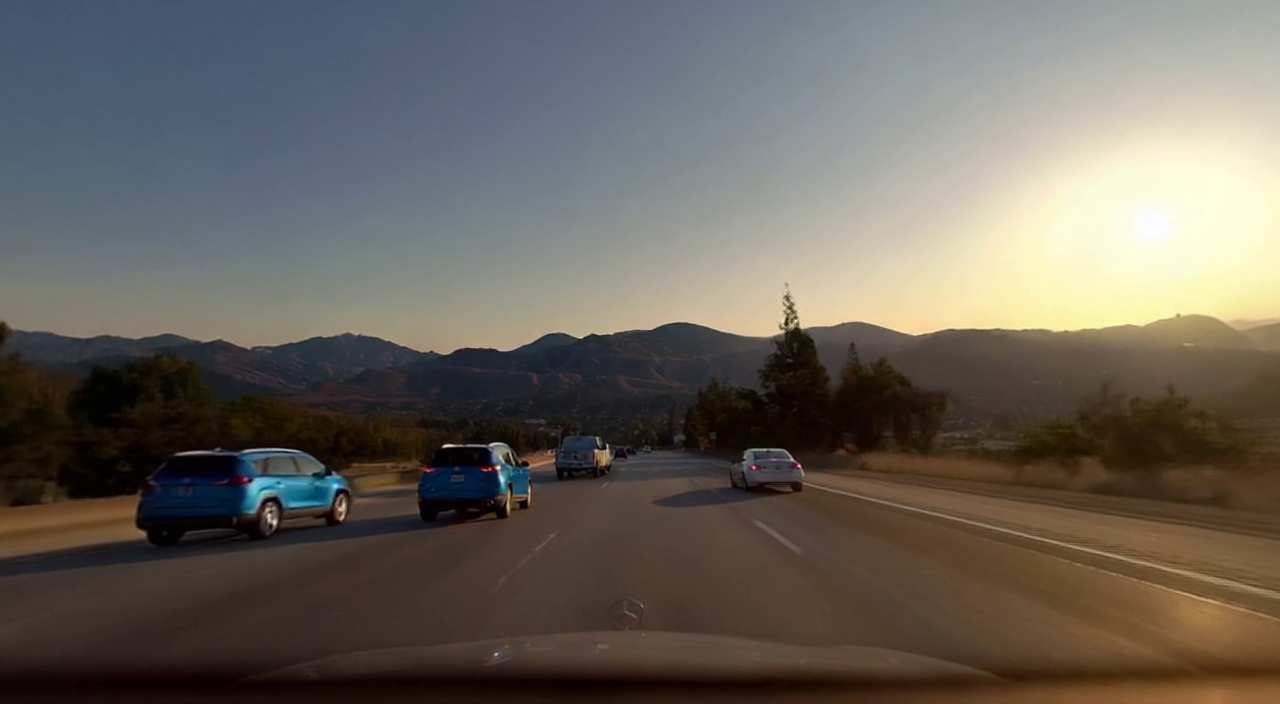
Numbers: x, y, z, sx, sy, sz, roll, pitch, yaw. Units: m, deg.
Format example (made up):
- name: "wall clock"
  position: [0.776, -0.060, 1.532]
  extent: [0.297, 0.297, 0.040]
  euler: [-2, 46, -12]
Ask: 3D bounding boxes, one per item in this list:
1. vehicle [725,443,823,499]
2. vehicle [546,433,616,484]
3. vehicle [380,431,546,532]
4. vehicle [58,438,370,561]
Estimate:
- name: "vehicle"
  position: [4.095, 3.706, 20.069]
  extent: [2.071, 1.570, 4.637]
  euler: [0, -9, 0]
- name: "vehicle"
  position: [-2.582, 4.906, 29.260]
  extent: [2.494, 2.136, 5.539]
  euler: [0, -9, 2]
- name: "vehicle"
  position: [-3.381, 2.565, 13.019]
  extent: [2.080, 1.716, 4.207]
  euler: [0, -9, 2]
- name: "vehicle"
  position: [-6.783, 2.354, 10.899]
  extent: [2.084, 1.639, 4.648]
  euler: [0, -9, 1]
